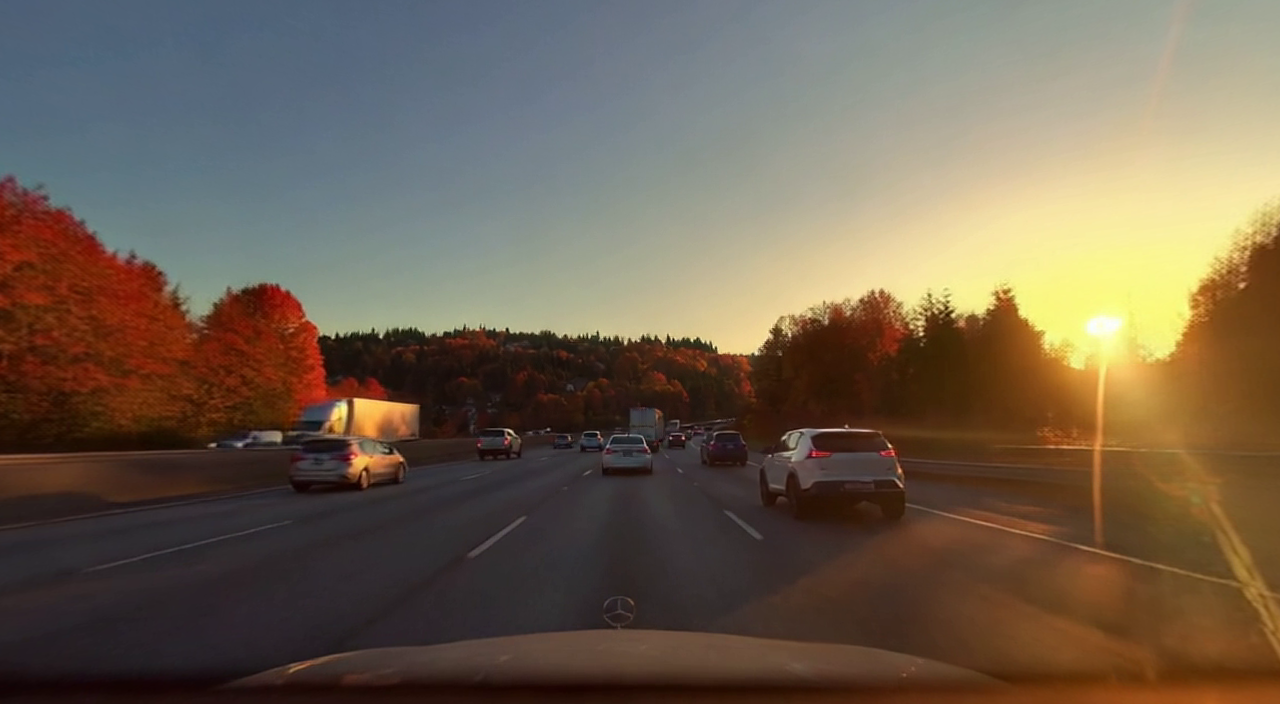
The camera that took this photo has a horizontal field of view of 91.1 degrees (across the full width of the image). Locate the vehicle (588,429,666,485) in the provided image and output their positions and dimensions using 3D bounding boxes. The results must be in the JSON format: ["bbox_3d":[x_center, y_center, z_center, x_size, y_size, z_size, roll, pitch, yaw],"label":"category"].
[{"bbox_3d":[-0.391,3.159,19.350,2.111,1.494,4.364,0,-8,-1],"label":"vehicle"}]

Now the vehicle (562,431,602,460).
[{"bbox_3d":[-3.571,5.827,39.446,2.064,1.672,4.277,0,-8,1],"label":"vehicle"}]

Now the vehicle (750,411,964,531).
[{"bbox_3d":[3.421,1.952,11.000,2.095,1.650,4.331,0,-8,-1],"label":"vehicle"}]

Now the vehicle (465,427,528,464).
[{"bbox_3d":[-7.482,4.926,33.330,2.117,1.779,4.745,0,-8,1],"label":"vehicle"}]

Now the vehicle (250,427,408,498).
[{"bbox_3d":[-7.541,2.692,15.772,1.934,1.526,3.966,0,-8,0],"label":"vehicle"}]

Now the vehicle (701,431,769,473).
[{"bbox_3d":[3.635,3.903,24.867,1.972,1.516,4.514,0,-8,0],"label":"vehicle"}]
